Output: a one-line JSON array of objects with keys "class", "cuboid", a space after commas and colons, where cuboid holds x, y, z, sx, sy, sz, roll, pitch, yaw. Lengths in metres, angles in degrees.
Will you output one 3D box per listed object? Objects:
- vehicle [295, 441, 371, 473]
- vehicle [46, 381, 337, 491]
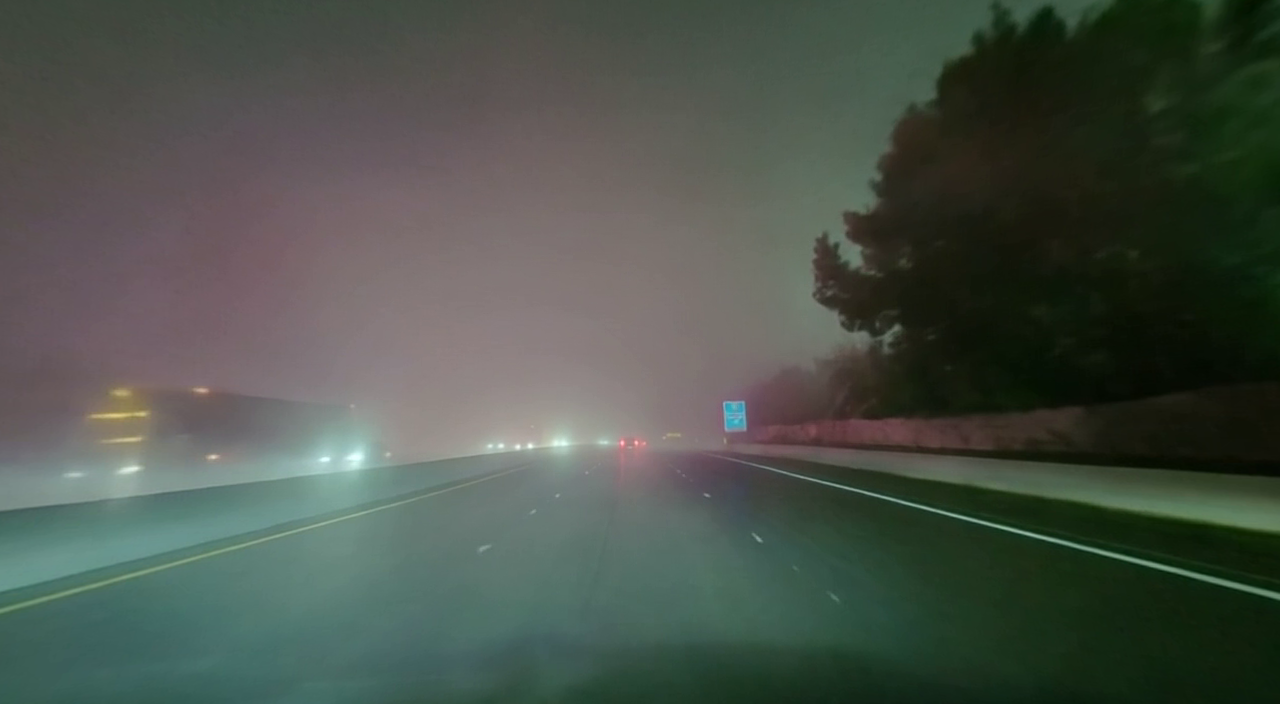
[{"class": "vehicle", "cuboid": [-16.109, 5.508, 33.353, 1.962, 1.560, 4.033, 0, -8, 0]}, {"class": "vehicle", "cuboid": [-20.693, 4.224, 31.816, 3.002, 4.093, 16.312, 0, -8, -1]}]
